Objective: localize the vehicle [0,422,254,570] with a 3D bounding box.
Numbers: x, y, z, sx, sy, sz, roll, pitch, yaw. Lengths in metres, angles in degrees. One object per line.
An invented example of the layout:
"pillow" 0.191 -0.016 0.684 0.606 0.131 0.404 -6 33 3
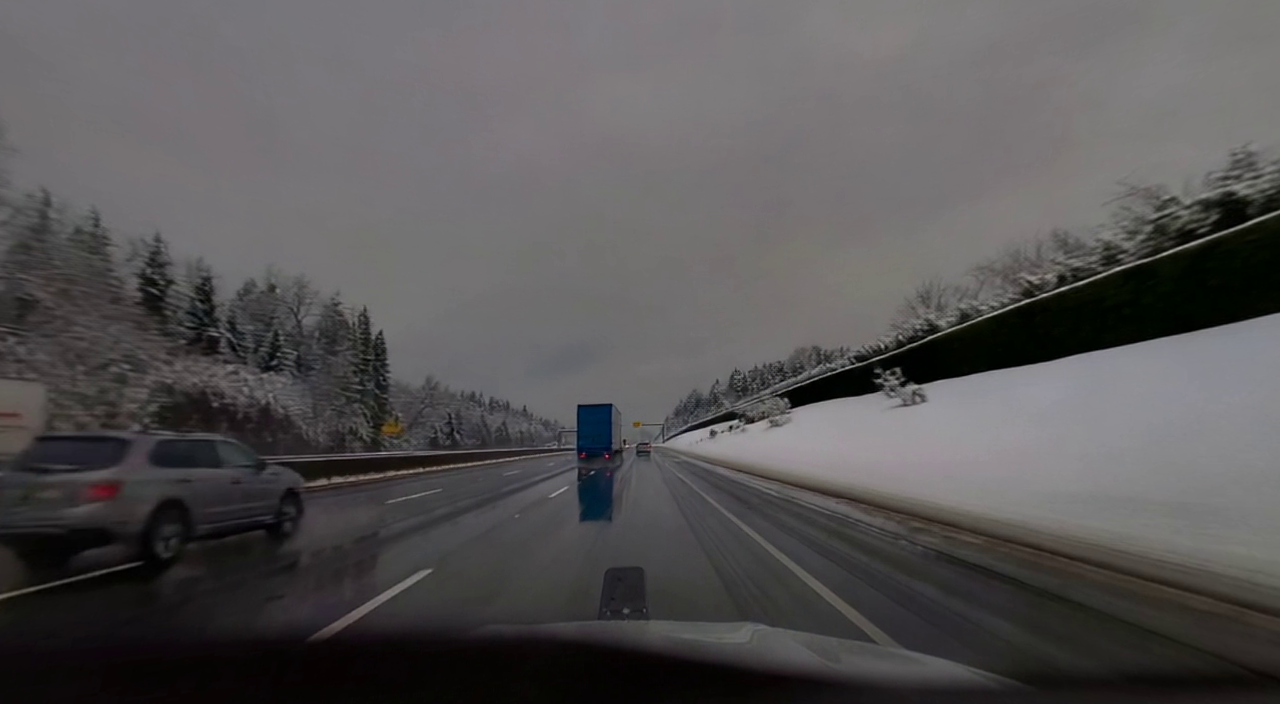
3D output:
"vehicle" -7.615 1.763 8.416 2.046 1.513 4.419 0 -8 0
